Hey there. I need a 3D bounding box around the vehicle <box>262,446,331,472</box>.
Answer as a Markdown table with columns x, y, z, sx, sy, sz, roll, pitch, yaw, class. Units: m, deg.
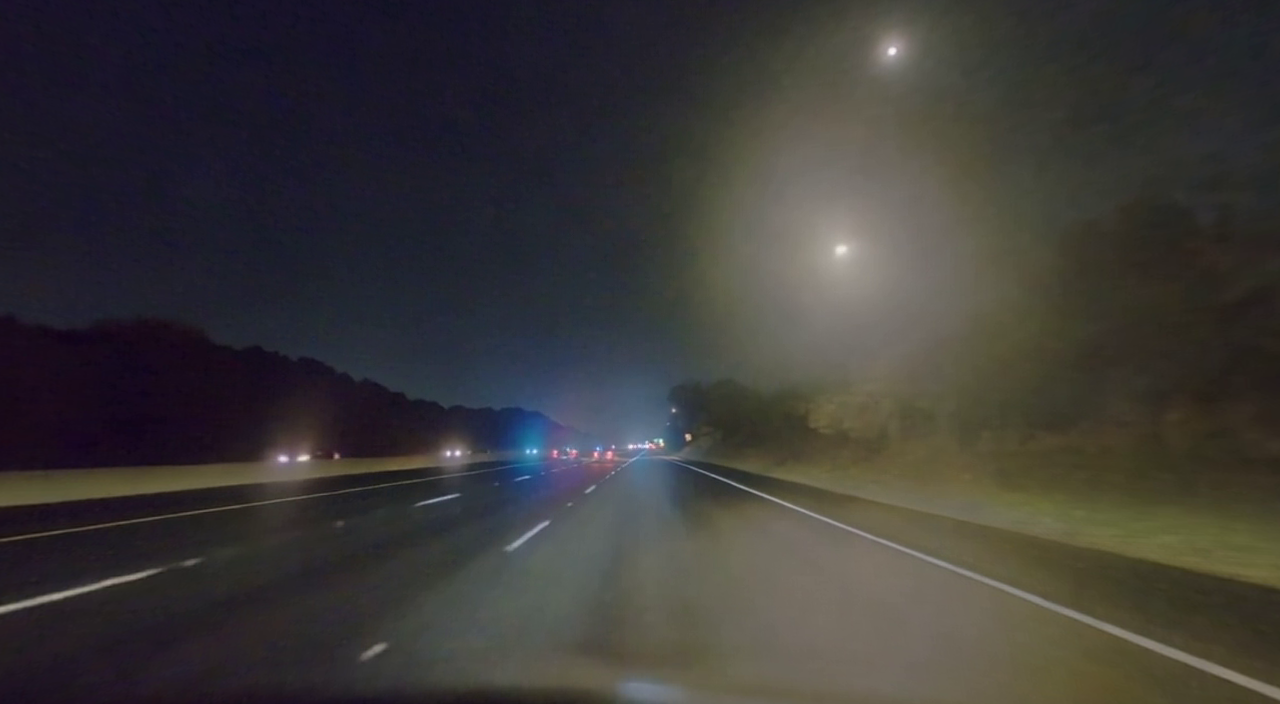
| x | y | z | sx | sy | sz | roll | pitch | yaw | class |
| --- | --- | --- | --- | --- | --- | --- | --- | --- | --- |
| -22.331 | 6.933 | 41.183 | 1.900 | 1.555 | 4.339 | 0 | -8 | 2 | vehicle |
